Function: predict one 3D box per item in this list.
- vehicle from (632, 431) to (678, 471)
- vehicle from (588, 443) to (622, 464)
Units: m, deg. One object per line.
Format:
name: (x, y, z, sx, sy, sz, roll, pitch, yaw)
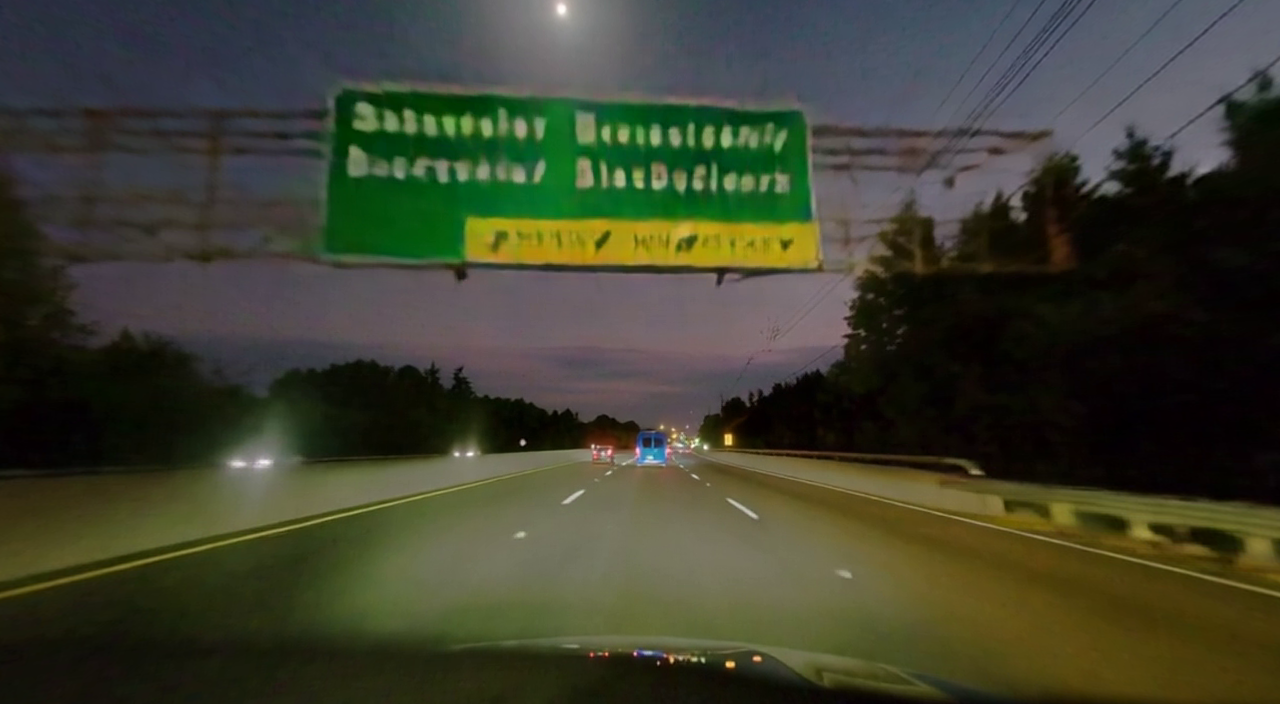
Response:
vehicle: (0.815, 5.312, 33.769, 2.261, 1.969, 5.104, 0, -9, 2)
vehicle: (-2.451, 7.335, 45.471, 1.996, 1.433, 4.316, 0, -9, 3)
